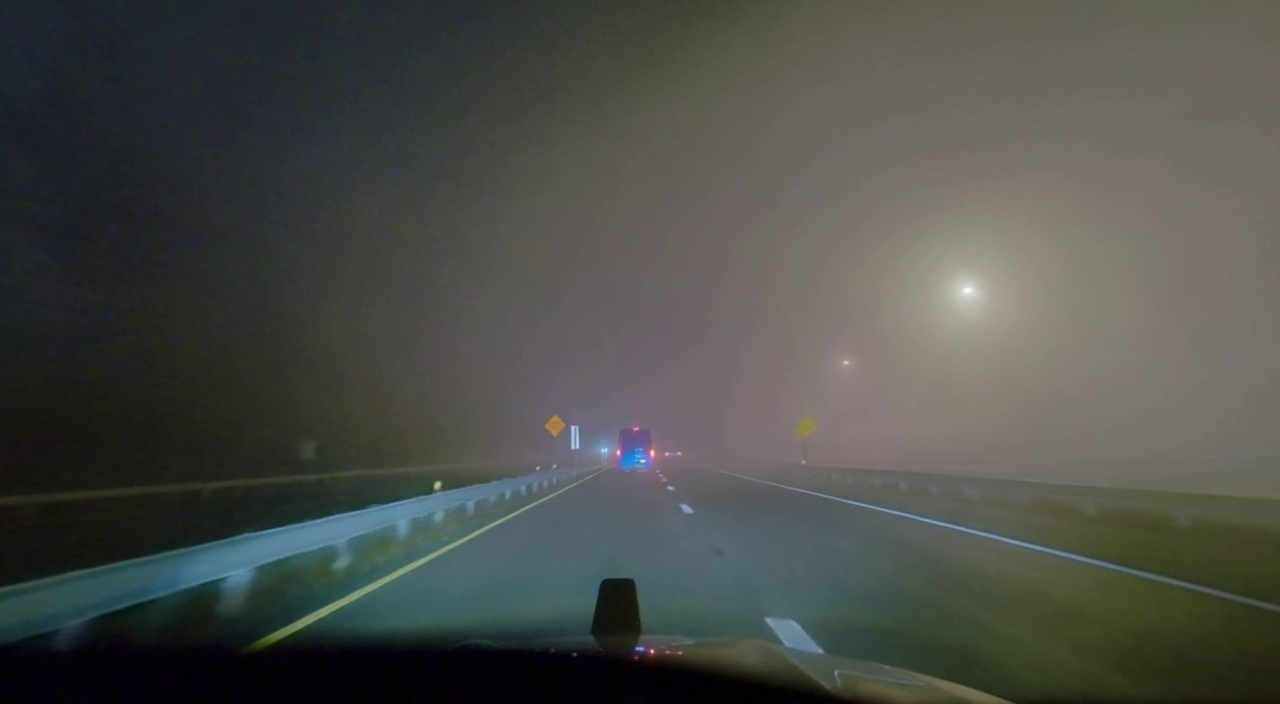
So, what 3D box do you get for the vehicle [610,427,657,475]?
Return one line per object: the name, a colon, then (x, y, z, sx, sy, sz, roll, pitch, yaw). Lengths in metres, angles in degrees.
vehicle: (-0.371, 5.878, 37.250, 2.560, 2.598, 5.581, 0, -9, 0)
